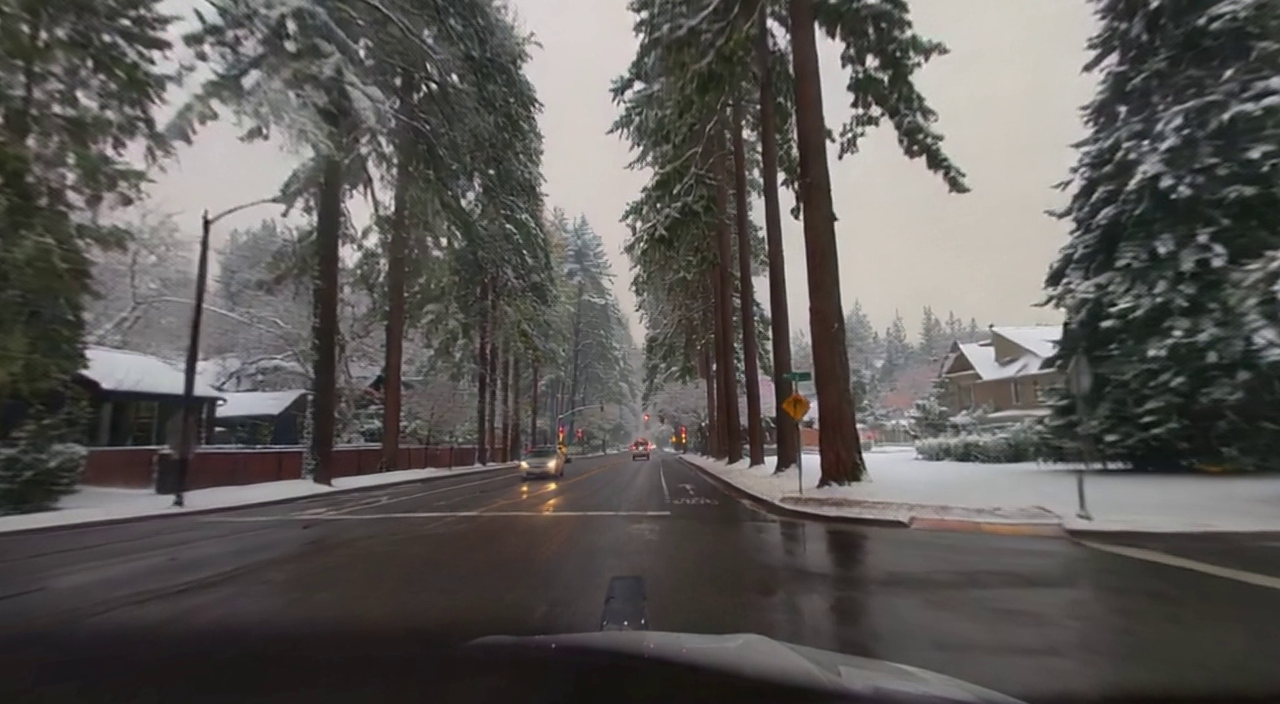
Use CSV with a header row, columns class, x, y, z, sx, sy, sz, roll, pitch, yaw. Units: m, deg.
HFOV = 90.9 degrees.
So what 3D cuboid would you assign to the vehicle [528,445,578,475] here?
class,x,y,z,sx,sy,sz,roll,pitch,yaw
vehicle,-4.730,5.924,34.778,1.927,1.521,4.571,0,-8,2
